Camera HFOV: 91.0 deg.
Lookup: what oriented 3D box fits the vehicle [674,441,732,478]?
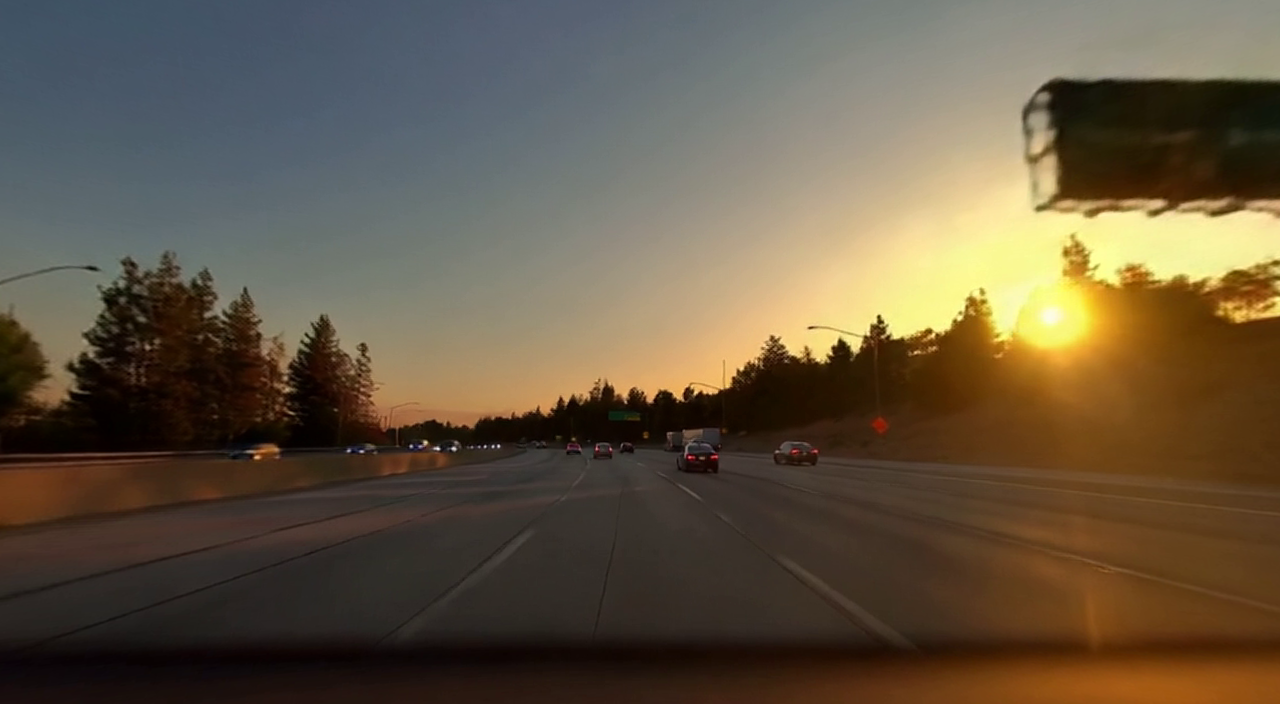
[{"bbox_3d":[2.785,4.842,28.623,1.975,1.562,3.823,1,-9,-4],"label":"vehicle"}]

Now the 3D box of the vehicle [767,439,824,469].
[{"bbox_3d":[9.213,6.099,37.718,1.909,1.634,4.739,1,-9,-4],"label":"vehicle"}]
